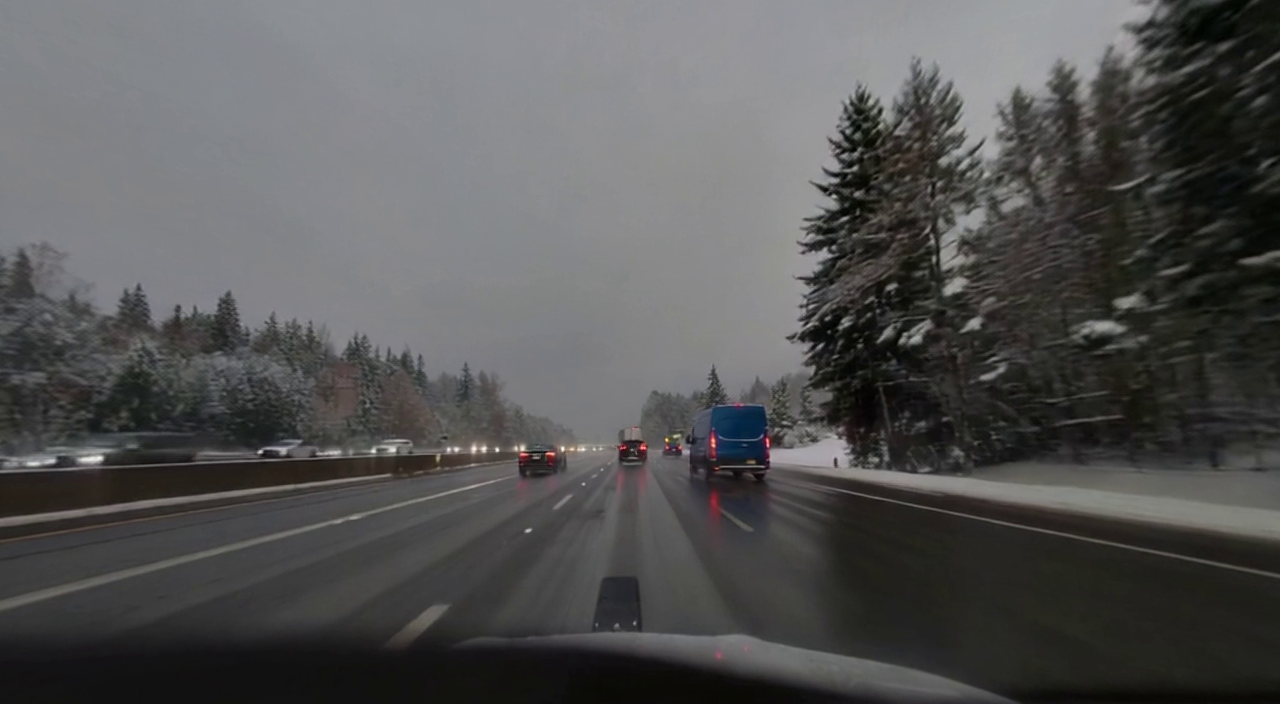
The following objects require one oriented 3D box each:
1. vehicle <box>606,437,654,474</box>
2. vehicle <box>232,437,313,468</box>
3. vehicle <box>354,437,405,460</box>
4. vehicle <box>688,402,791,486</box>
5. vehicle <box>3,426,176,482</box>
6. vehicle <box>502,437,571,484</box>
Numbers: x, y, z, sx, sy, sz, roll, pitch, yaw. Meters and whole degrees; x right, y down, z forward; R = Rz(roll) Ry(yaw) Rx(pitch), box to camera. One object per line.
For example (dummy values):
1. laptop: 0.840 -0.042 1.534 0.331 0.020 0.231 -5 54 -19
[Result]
1. vehicle: -0.533 5.361 32.886 2.297 1.783 4.355 0 -9 -1
2. vehicle: -21.095 5.781 36.513 2.081 1.661 4.457 0 -8 -1
3. vehicle: -17.407 6.464 42.413 1.932 1.435 3.510 0 -9 -1
4. vehicle: 3.493 3.483 23.854 2.631 2.709 6.496 0 -9 -2
5. vehicle: -16.917 3.159 19.714 2.134 1.538 3.622 0 -8 -1
6. vehicle: -4.026 4.291 25.307 2.023 1.709 4.263 0 -8 0
